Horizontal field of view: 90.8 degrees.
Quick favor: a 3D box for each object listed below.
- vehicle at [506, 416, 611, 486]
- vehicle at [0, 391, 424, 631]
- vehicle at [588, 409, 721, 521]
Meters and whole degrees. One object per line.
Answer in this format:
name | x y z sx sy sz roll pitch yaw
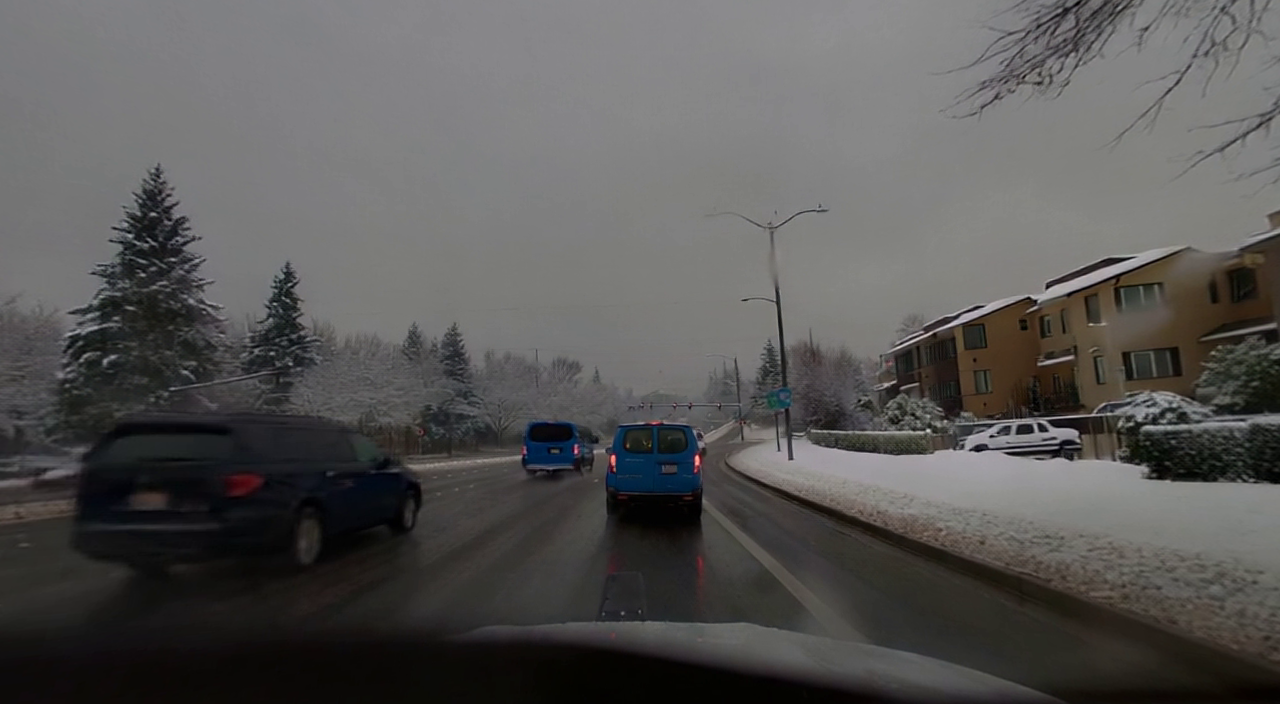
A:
vehicle | -2.611 3.413 21.925 2.486 2.074 5.456 -1 -9 5
vehicle | -4.204 1.498 7.001 2.116 1.714 4.757 0 -8 -2
vehicle | 0.316 2.174 12.549 2.173 1.830 4.189 0 -8 2
